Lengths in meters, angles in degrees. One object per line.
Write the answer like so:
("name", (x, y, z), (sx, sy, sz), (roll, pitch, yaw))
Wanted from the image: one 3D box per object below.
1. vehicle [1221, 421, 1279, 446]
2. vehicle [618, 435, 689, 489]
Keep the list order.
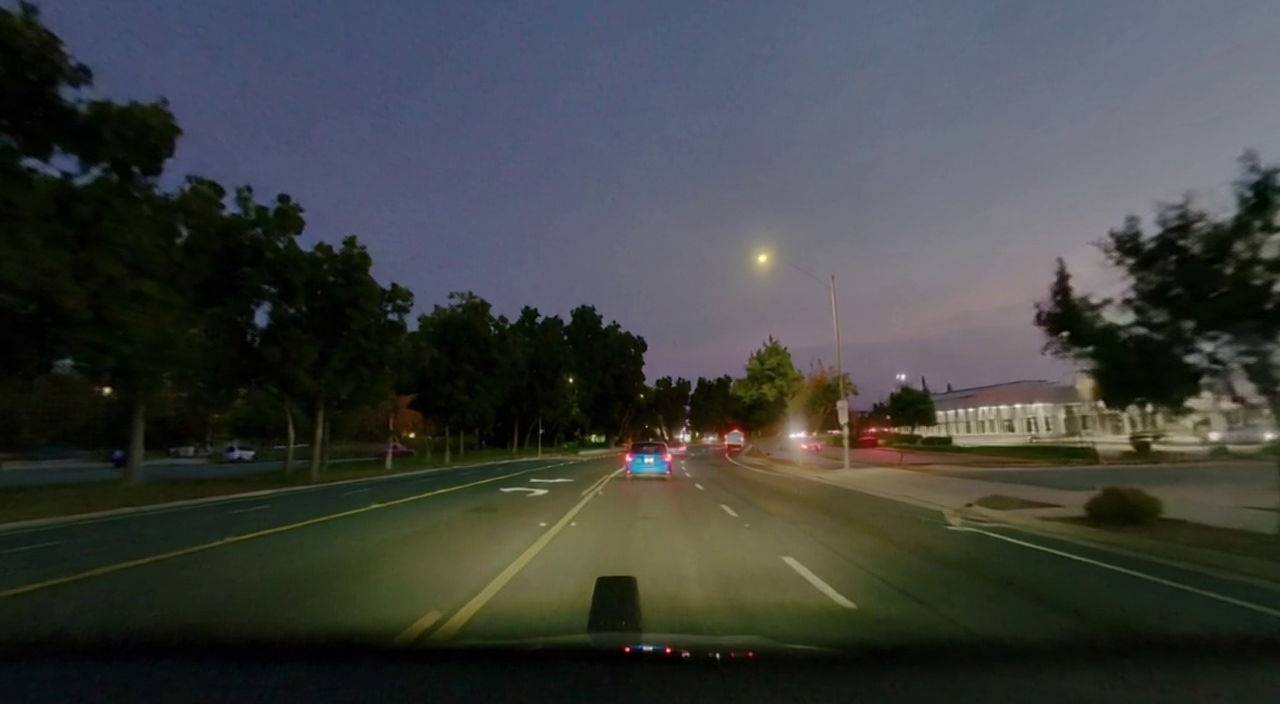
("vehicle", (43.073, 5.585, 43.335), (4.176, 1.648, 1.872), (-1, -8, 4))
("vehicle", (0.409, 3.401, 19.815), (2.010, 1.535, 3.735), (0, -8, 1))
